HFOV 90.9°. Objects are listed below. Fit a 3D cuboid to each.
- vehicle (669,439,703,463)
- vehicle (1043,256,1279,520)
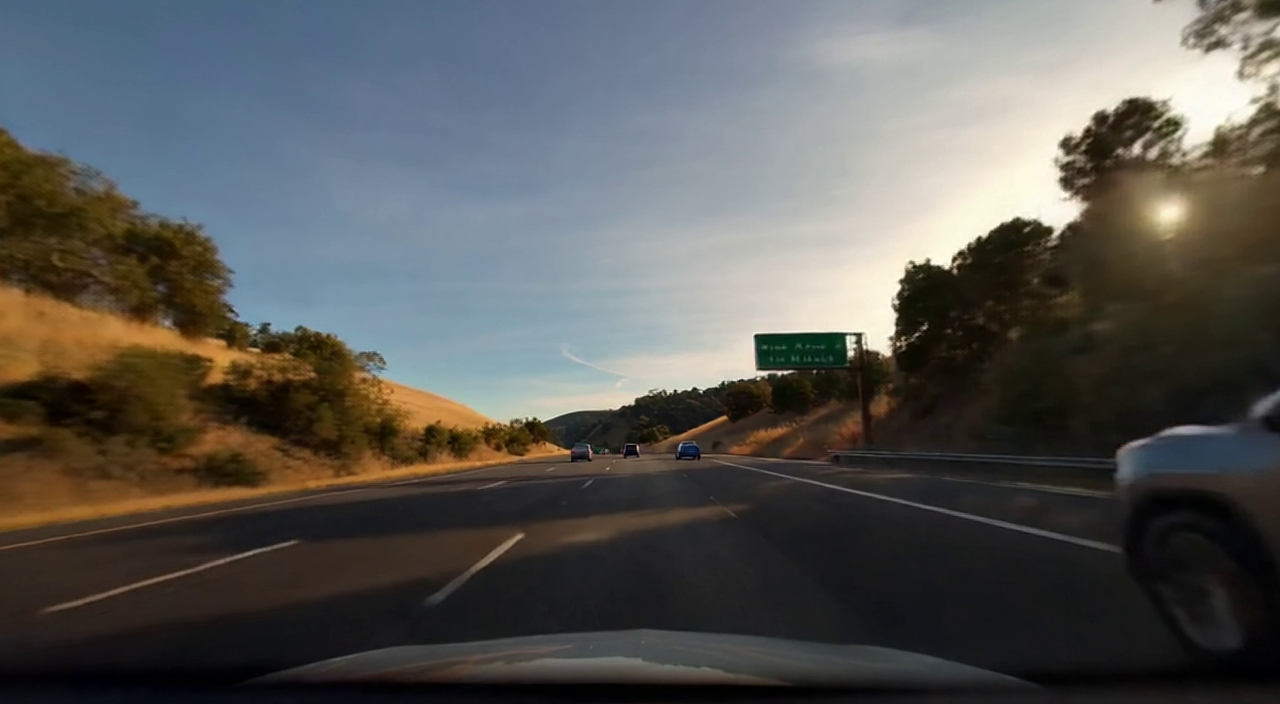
[{"bbox_3d":[3.362,7.334,46.779,1.995,1.712,4.206,0,-8,-2],"label":"vehicle"},{"bbox_3d":[11.689,0.719,11.069,3.043,4.138,9.135,0,-8,0],"label":"vehicle"}]
